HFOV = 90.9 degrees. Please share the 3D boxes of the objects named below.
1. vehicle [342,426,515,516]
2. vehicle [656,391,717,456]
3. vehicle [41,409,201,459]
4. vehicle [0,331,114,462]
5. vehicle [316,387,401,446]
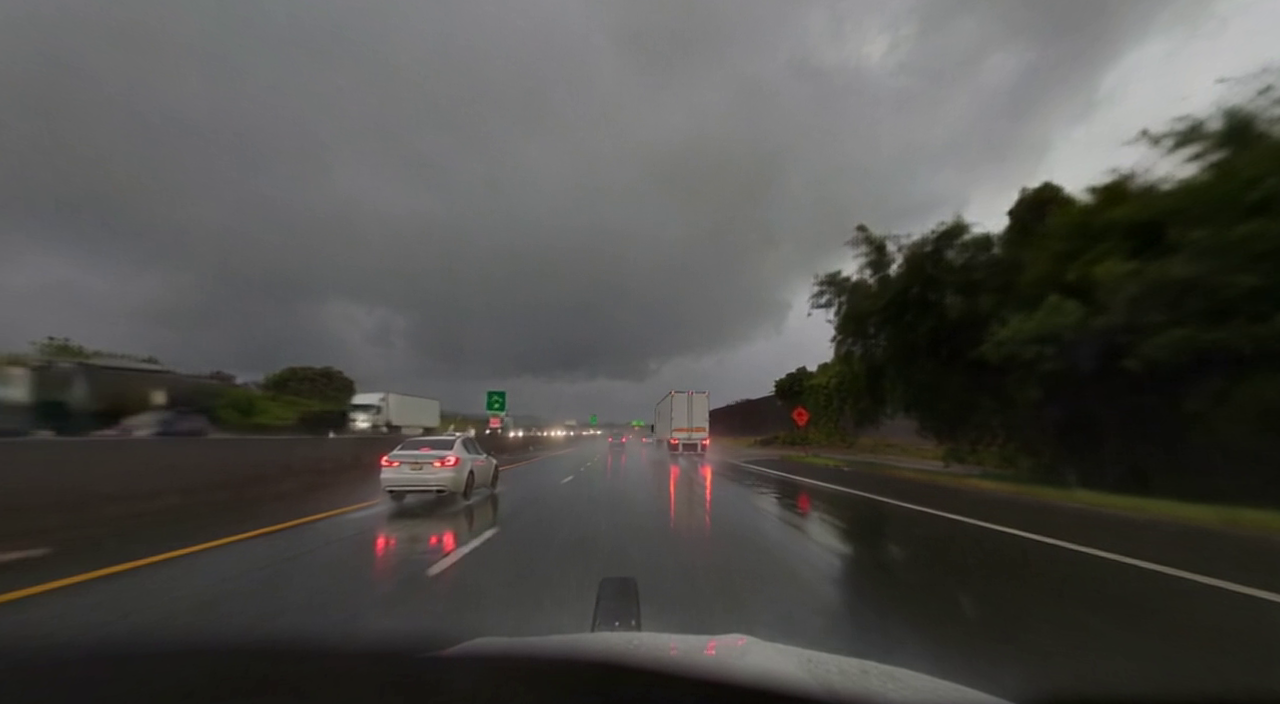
[{"bbox_3d":[-3.894,2.240,12.527,1.971,1.444,4.401,0,-8,-1],"label":"vehicle"},{"bbox_3d":[3.116,5.423,46.827,3.241,4.042,14.292,0,-7,-1],"label":"vehicle"},{"bbox_3d":[-16.425,2.645,20.249,1.765,1.429,3.982,0,-8,-1],"label":"vehicle"},{"bbox_3d":[-20.052,1.420,19.258,2.925,3.762,5.701,0,-8,-1],"label":"vehicle"},{"bbox_3d":[-19.893,4.706,45.017,3.132,3.870,5.926,2,-8,0],"label":"vehicle"}]
